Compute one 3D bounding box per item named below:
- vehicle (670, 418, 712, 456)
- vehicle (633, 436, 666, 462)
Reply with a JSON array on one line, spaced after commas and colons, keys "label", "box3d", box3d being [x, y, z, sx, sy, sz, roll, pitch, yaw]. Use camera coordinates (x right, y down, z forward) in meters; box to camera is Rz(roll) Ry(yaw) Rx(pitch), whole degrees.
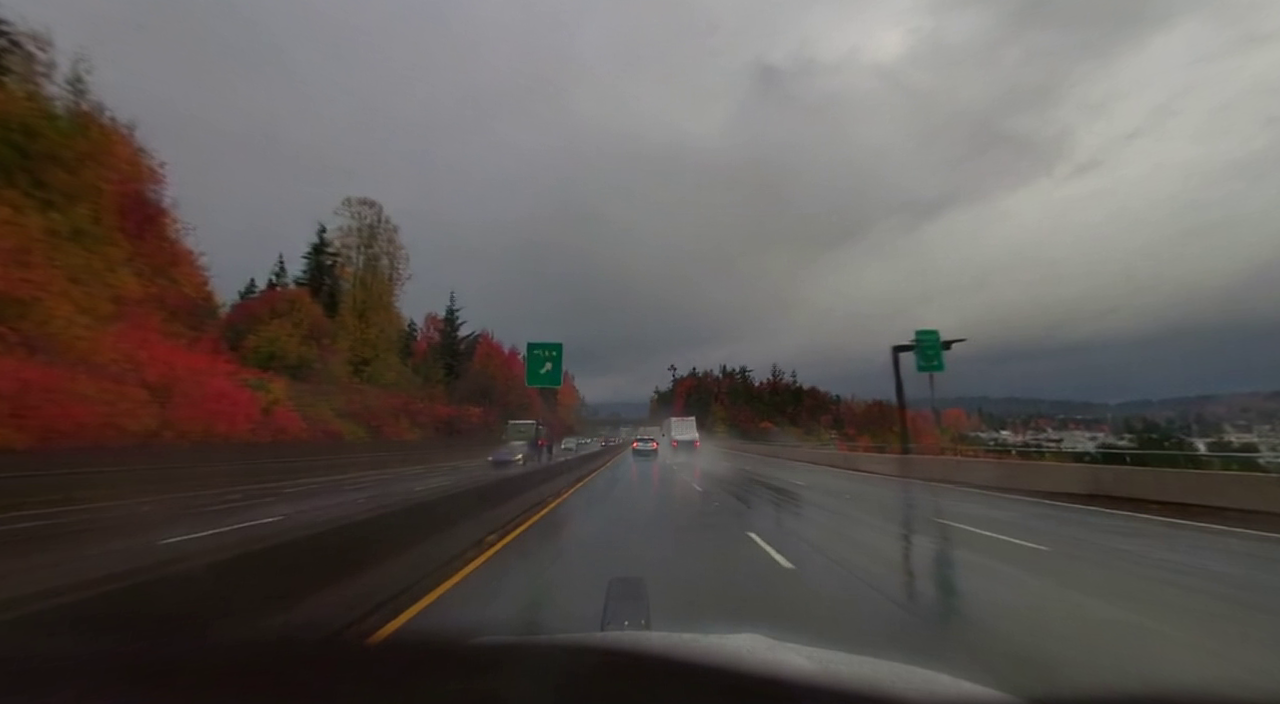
[{"label": "vehicle", "box3d": [3.730, 6.448, 47.321, 2.691, 2.646, 6.279, 0, -8, 0]}, {"label": "vehicle", "box3d": [0.591, 5.986, 38.815, 1.924, 1.498, 3.817, 0, -8, 1]}]
